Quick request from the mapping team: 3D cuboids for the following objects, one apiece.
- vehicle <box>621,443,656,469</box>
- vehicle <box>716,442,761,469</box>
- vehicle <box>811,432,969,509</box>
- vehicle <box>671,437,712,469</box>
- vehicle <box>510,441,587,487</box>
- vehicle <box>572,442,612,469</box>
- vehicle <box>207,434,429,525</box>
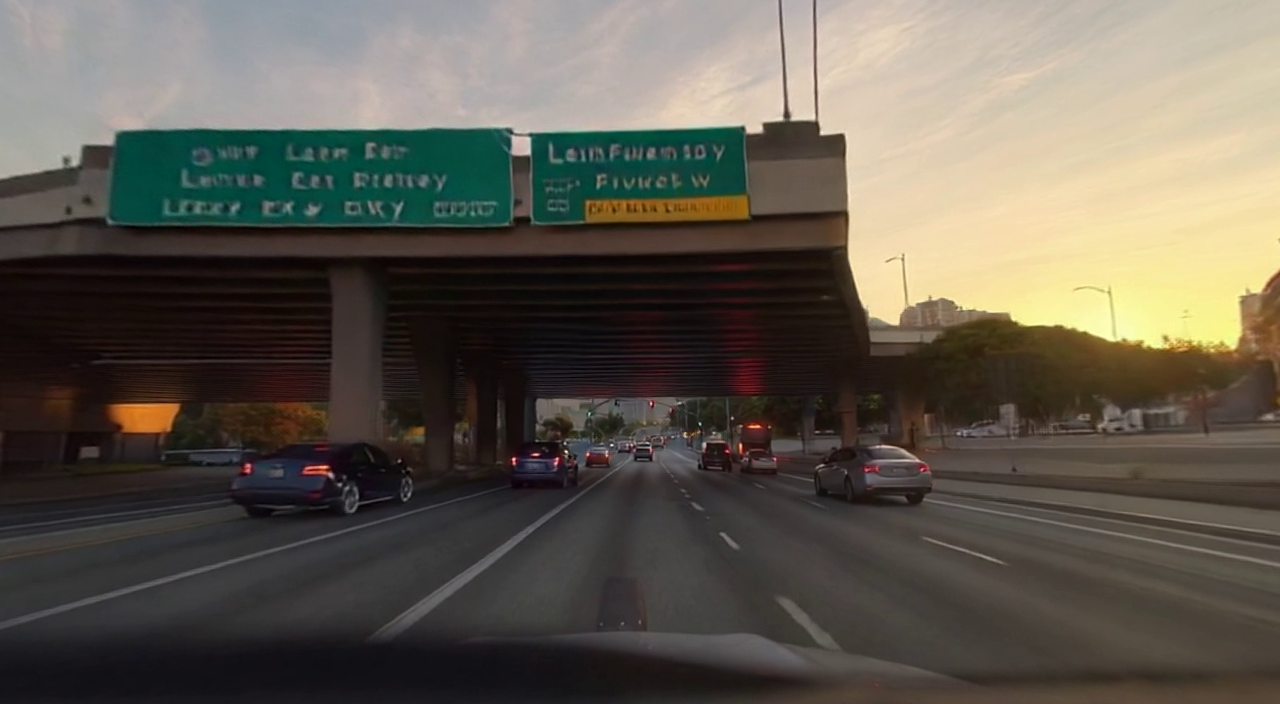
[{"bbox_3d":[-0.098,6.325,38.418,2.026,1.453,3.780,0,-8,0],"label":"vehicle"},{"bbox_3d":[6.002,6.341,38.609,1.924,1.527,4.268,0,-8,-2],"label":"vehicle"},{"bbox_3d":[5.984,2.872,15.729,2.056,1.624,4.498,0,-8,-1],"label":"vehicle"},{"bbox_3d":[3.004,6.018,37.627,2.034,1.762,4.420,0,-8,-1],"label":"vehicle"},{"bbox_3d":[-3.158,3.974,22.599,2.041,1.466,4.212,0,-8,1],"label":"vehicle"},{"bbox_3d":[-2.808,6.188,37.632,1.980,1.491,4.351,0,-8,0],"label":"vehicle"},{"bbox_3d":[-6.096,2.444,12.655,2.070,1.488,4.376,0,-8,1],"label":"vehicle"}]
